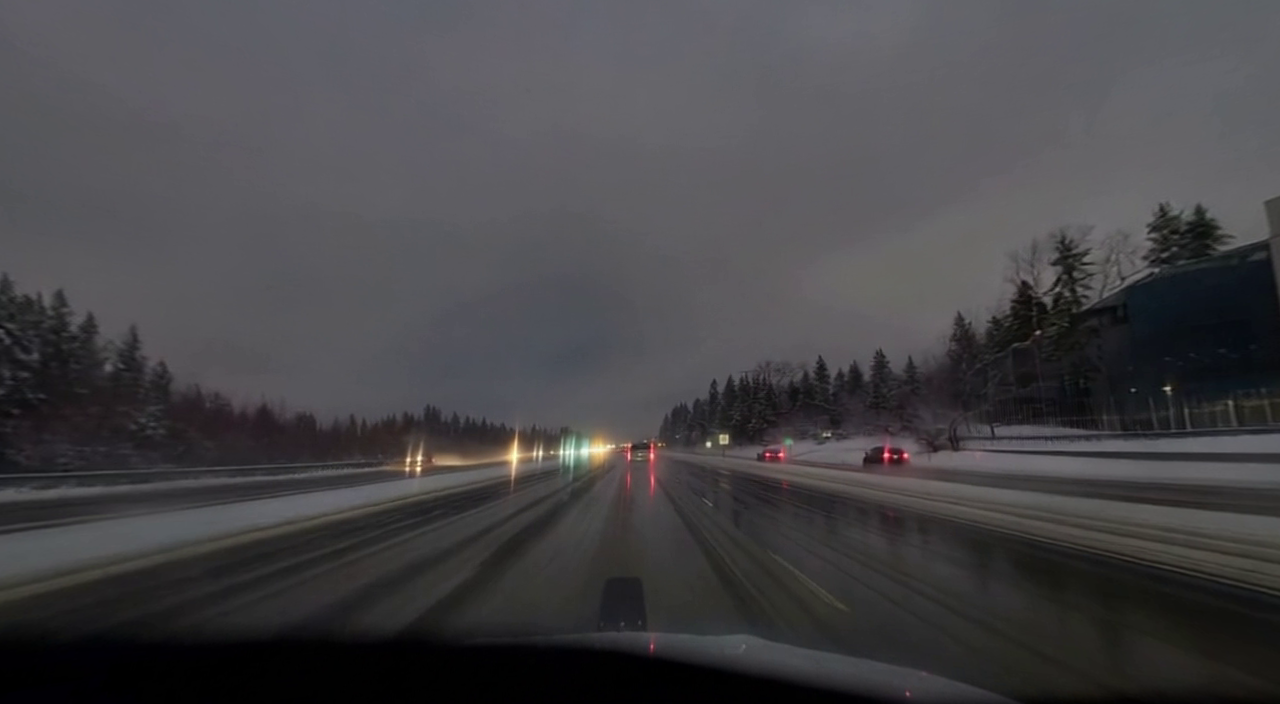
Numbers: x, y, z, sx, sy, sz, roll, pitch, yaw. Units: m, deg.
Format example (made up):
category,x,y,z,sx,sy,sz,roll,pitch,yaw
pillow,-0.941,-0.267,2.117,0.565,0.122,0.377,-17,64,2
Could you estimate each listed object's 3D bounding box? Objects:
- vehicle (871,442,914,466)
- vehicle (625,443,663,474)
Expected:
category,x,y,z,sx,sy,sz,roll,pitch,yaw
vehicle,18.425,7.409,46.188,1.690,1.490,3.665,-5,-7,3
vehicle,0.213,6.082,36.129,2.015,1.639,4.086,0,-9,0
